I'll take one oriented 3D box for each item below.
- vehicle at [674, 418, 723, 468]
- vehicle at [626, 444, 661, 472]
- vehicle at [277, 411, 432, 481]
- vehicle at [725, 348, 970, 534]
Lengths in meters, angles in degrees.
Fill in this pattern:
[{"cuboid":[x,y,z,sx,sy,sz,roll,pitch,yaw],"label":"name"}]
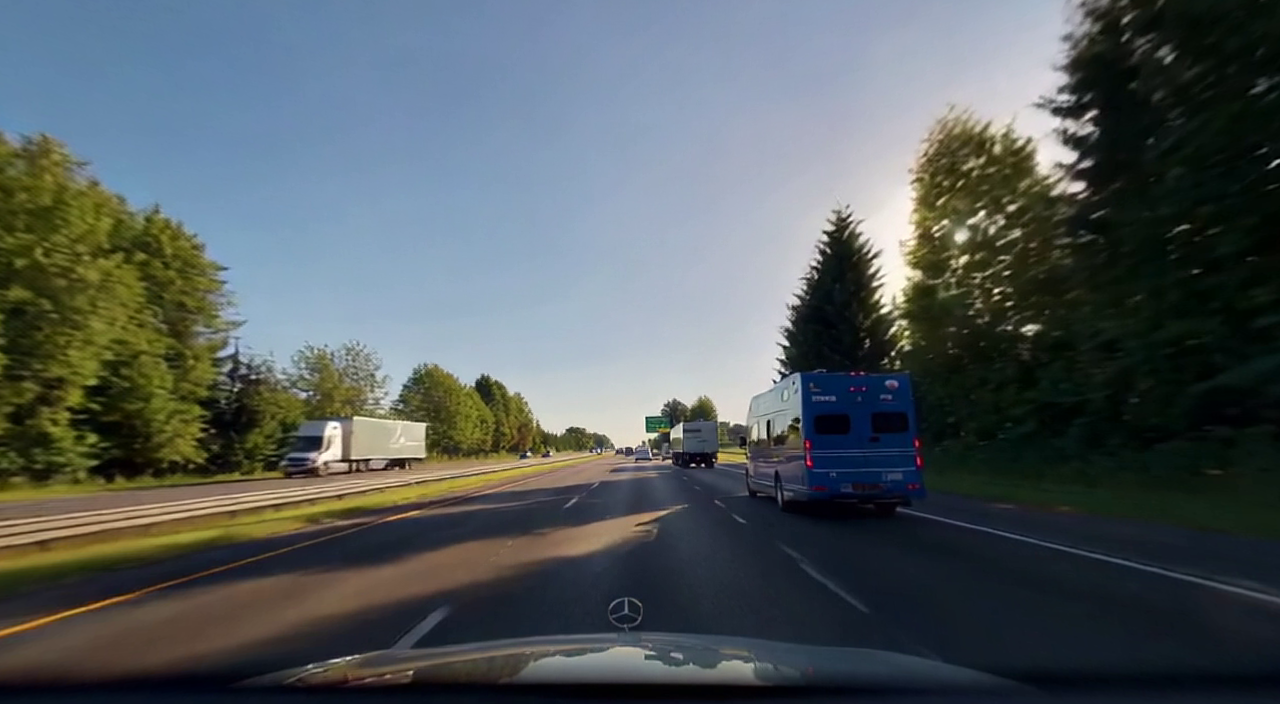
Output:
[{"cuboid":[4.362,7.117,48.985,2.931,3.530,8.760,0,-9,0],"label":"vehicle"},{"cuboid":[0.231,6.879,40.967,2.151,1.678,3.923,0,-9,0],"label":"vehicle"},{"cuboid":[-19.191,6.706,44.692,3.059,3.980,16.984,0,-9,0],"label":"vehicle"},{"cuboid":[3.846,1.977,13.914,2.698,3.001,7.323,0,-9,-1],"label":"vehicle"}]
